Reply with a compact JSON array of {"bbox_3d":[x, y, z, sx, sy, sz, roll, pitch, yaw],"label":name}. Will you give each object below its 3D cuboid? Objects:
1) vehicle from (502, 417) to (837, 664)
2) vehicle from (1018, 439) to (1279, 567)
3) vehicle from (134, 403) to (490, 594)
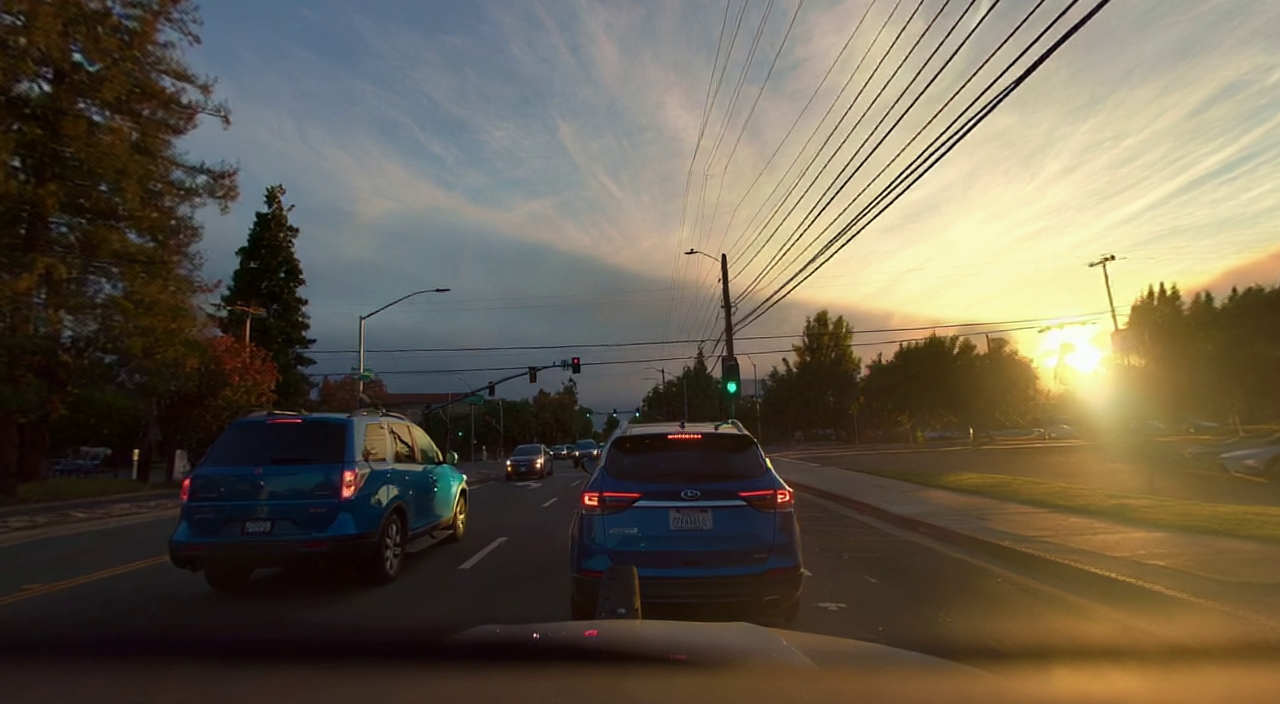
[{"bbox_3d":[0.114,1.451,5.952,2.056,1.487,4.003,0,-9,-2],"label":"vehicle"},{"bbox_3d":[8.382,2.161,9.933,1.993,1.508,4.521,0,-9,-1],"label":"vehicle"},{"bbox_3d":[-3.475,1.645,7.923,2.105,1.706,4.337,0,-9,0],"label":"vehicle"}]
